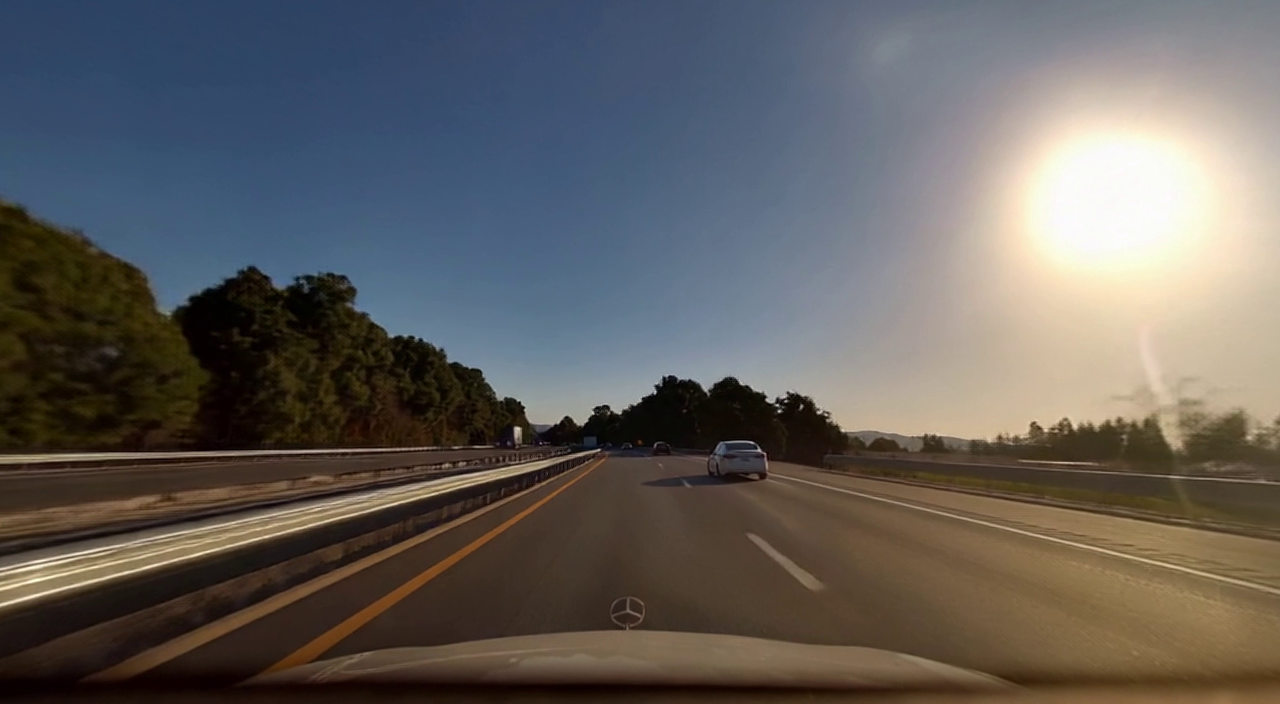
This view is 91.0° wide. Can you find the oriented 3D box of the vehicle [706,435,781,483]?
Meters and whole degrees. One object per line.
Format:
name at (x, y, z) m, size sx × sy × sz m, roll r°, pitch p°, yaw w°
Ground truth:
vehicle at (3.498, 3.679, 21.904) m, size 1.945 × 1.538 × 3.729 m, roll 0°, pitch -8°, yaw -1°
